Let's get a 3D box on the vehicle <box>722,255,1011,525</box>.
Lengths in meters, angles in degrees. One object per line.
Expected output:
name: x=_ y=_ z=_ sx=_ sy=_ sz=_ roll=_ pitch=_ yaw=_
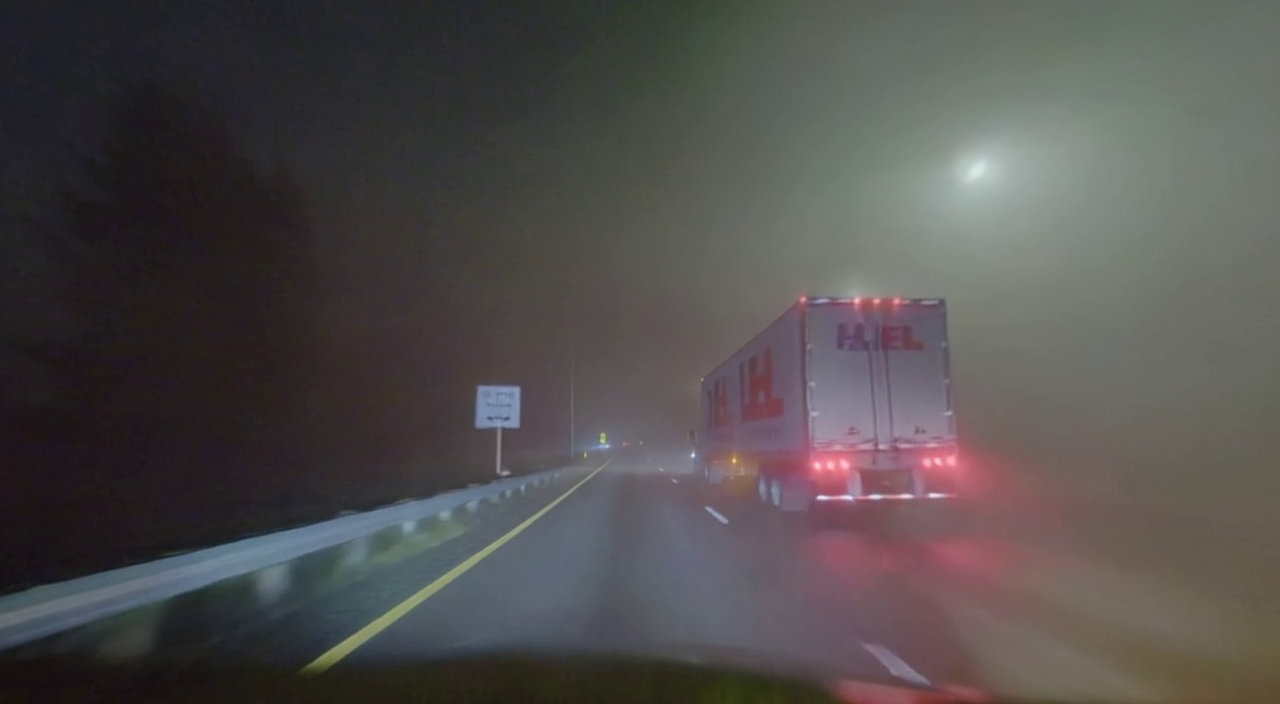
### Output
vehicle: x=3.879 y=1.128 z=13.482 sx=2.879 sy=4.075 sz=8.126 roll=0 pitch=-9 yaw=-2
